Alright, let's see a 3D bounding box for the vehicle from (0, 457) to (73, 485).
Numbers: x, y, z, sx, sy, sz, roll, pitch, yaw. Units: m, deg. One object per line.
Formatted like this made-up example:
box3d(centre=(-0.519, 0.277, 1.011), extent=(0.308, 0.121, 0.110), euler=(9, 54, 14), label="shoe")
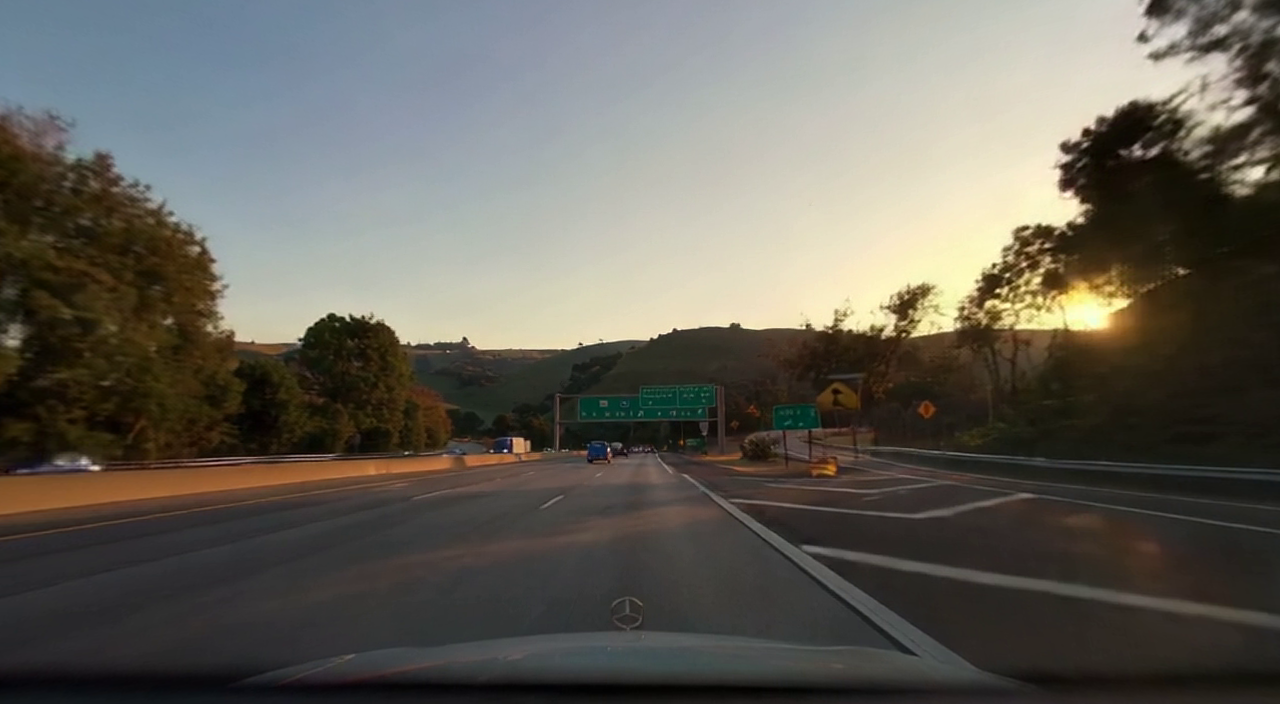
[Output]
box3d(centre=(-37.663, 7.196, 38.324), extent=(1.868, 1.486, 4.731), euler=(0, -8, -3), label="vehicle")
